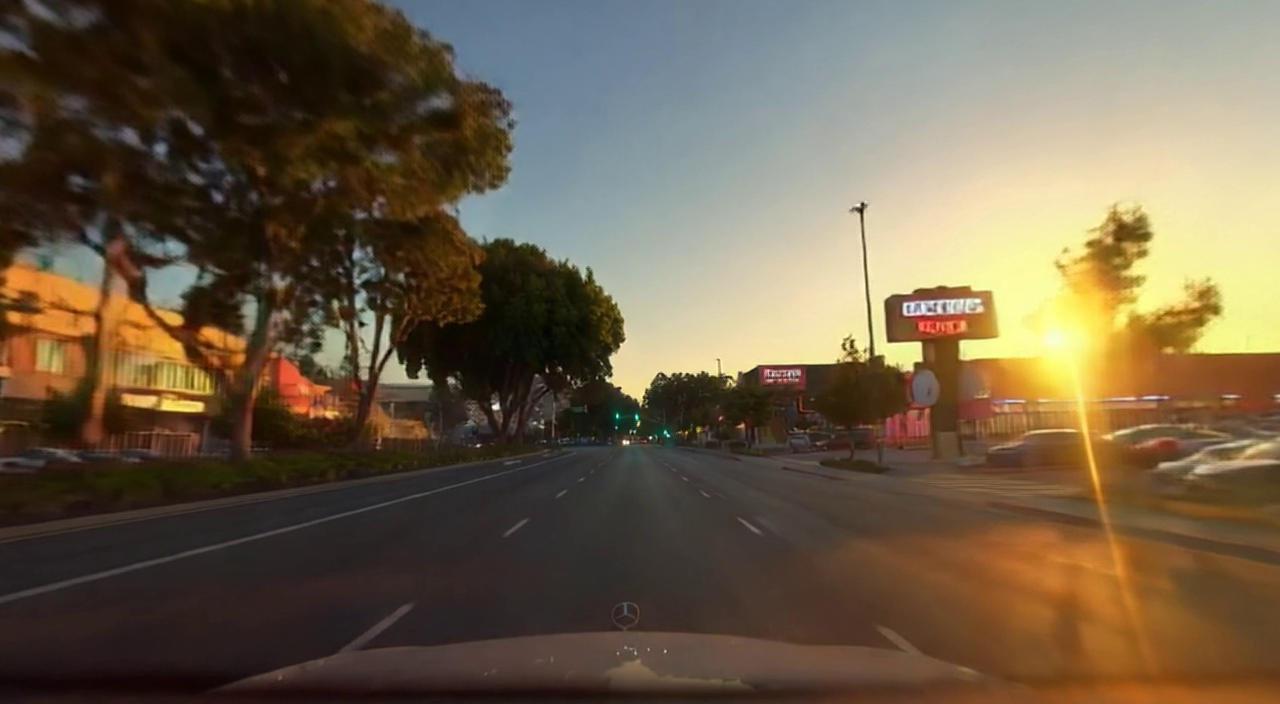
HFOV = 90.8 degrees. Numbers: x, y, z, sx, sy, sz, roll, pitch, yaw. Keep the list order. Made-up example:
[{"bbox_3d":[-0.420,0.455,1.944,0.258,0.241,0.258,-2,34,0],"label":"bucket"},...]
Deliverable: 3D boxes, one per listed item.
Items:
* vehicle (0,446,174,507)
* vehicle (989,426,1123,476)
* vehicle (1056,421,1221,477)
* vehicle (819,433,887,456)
[{"bbox_3d":[-15.898,3.449,18.055,1.872,1.505,4.296,0,-8,0],"label":"vehicle"},{"bbox_3d":[15.310,3.671,23.646,1.881,1.664,4.658,0,-8,1],"label":"vehicle"},{"bbox_3d":[17.964,3.533,23.171,1.995,1.793,4.956,0,-8,0],"label":"vehicle"},{"bbox_3d":[16.796,7.341,49.962,4.634,1.745,1.893,0,-8,0],"label":"vehicle"}]
